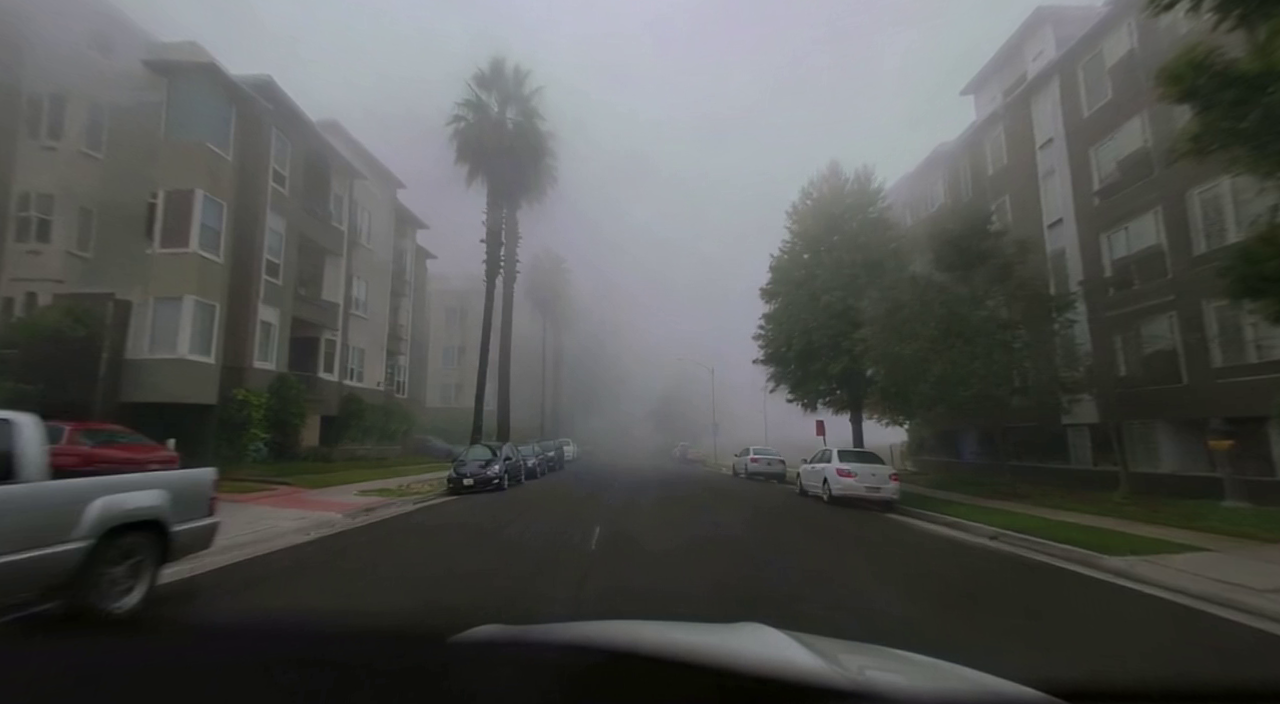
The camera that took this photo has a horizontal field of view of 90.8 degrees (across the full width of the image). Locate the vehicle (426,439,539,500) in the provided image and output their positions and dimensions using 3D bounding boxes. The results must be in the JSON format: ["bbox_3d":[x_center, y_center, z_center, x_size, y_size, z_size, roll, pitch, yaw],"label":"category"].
[{"bbox_3d":[-4.483,3.419,18.851,2.066,1.506,4.719,1,-9,1],"label":"vehicle"}]

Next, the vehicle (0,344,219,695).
[{"bbox_3d":[-4.610,0.784,2.641,1.999,1.945,5.026,1,-8,3],"label":"vehicle"}]

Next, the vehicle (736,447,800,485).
[{"bbox_3d":[5.328,4.790,26.772,1.812,1.461,3.575,0,-8,-2],"label":"vehicle"}]

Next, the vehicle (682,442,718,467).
[{"bbox_3d":[4.419,7.642,47.322,1.969,1.782,4.677,1,-9,-4],"label":"vehicle"}]

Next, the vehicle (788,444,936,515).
[{"bbox_3d":[5.485,3.188,16.372,2.121,1.568,4.473,0,-8,-1],"label":"vehicle"}]
